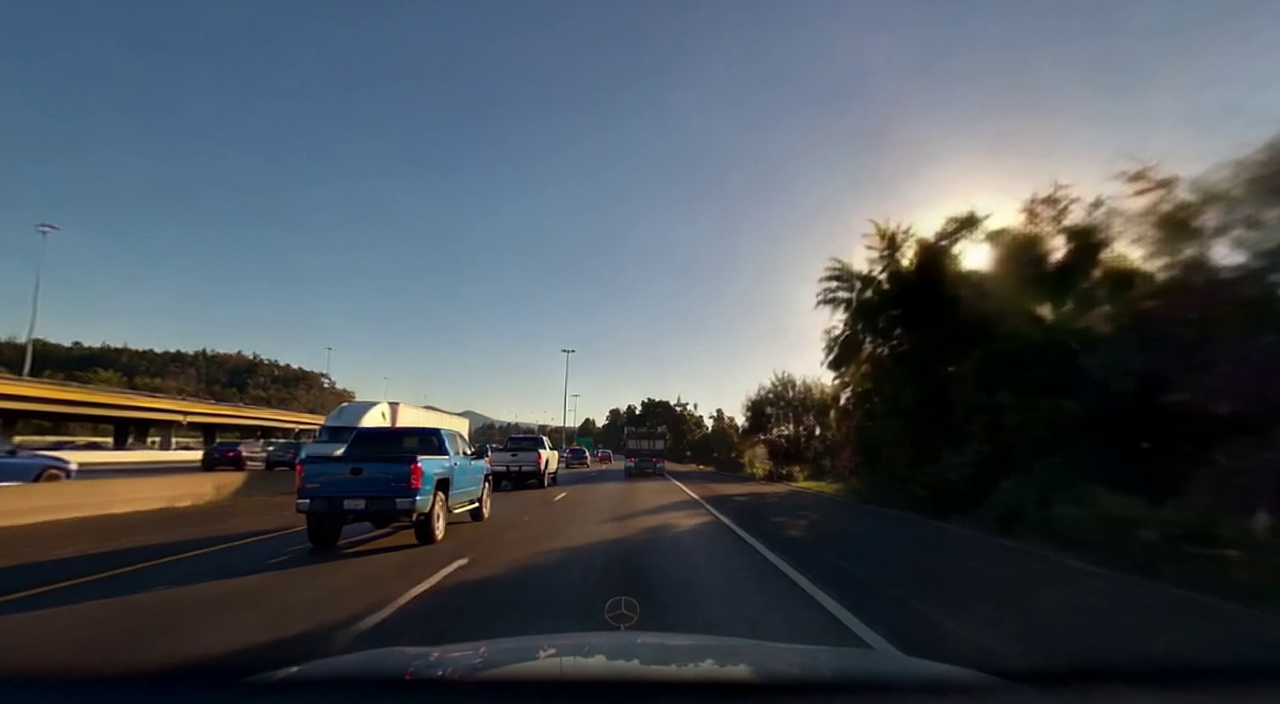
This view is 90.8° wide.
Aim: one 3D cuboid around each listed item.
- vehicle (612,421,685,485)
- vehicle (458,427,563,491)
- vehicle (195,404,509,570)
[{"bbox_3d":[0.227,4.574,28.967,2.886,2.471,7.692,0,-8,-1],"label":"vehicle"},{"bbox_3d":[-4.423,3.786,22.758,2.575,1.958,5.730,0,-8,0],"label":"vehicle"},{"bbox_3d":[-3.747,1.877,9.637,2.303,1.835,5.044,-1,-8,1],"label":"vehicle"}]
